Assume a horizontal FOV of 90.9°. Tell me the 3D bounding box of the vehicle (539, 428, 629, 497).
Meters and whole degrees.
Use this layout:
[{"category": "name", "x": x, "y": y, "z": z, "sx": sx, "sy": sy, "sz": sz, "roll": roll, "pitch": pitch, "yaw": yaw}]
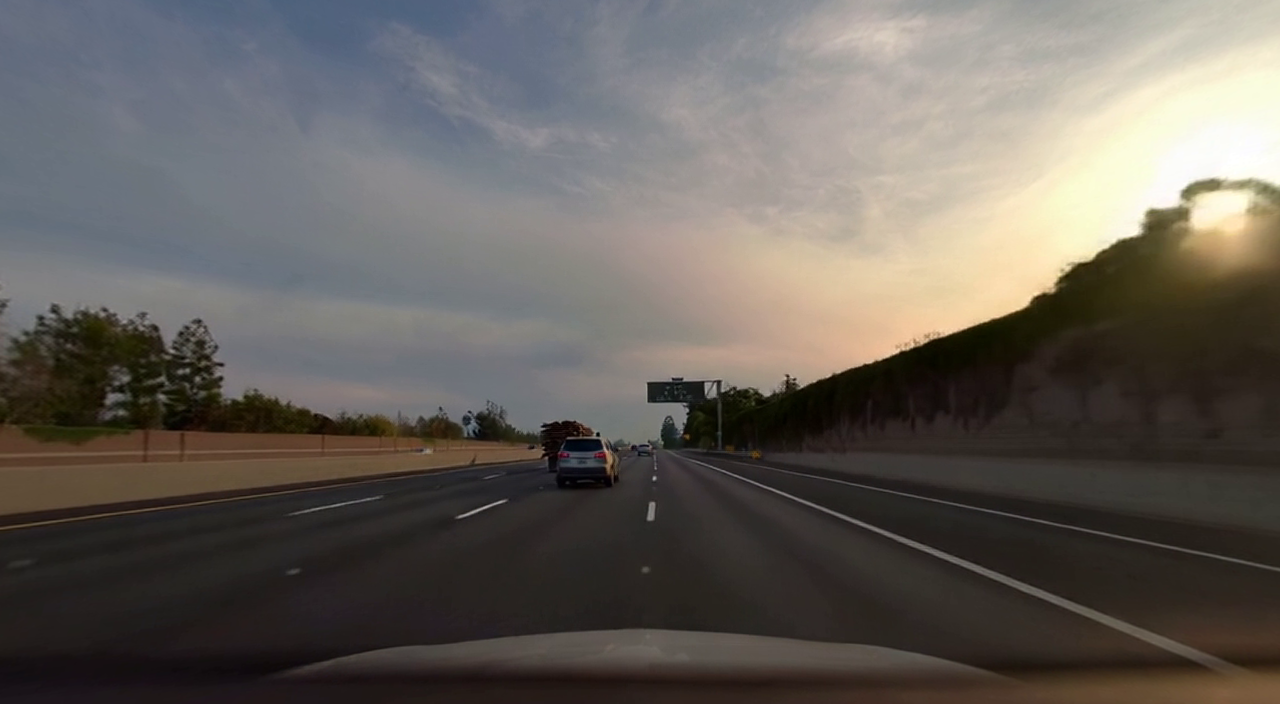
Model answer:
[{"category": "vehicle", "x": -1.516, "y": 3.233, "z": 18.835, "sx": 2.114, "sy": 1.787, "sz": 4.365, "roll": -1, "pitch": -8, "yaw": 2}]
